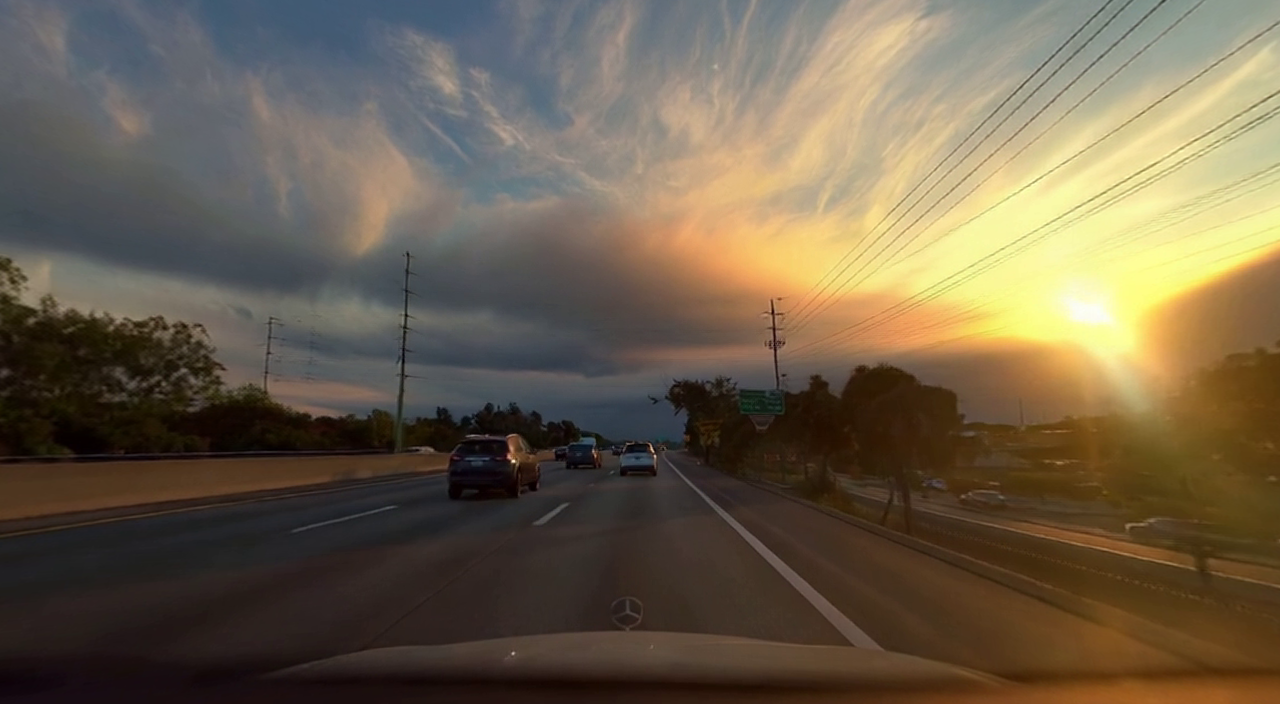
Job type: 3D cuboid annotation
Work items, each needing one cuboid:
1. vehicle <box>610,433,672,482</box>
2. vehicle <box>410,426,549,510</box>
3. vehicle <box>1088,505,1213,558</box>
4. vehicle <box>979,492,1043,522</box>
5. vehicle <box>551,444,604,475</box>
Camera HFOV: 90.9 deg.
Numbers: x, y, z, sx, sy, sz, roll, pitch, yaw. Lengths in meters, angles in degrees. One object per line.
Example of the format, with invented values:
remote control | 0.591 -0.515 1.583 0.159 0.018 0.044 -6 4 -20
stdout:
vehicle | 0.089 4.252 25.759 2.319 1.813 4.274 0 -8 2
vehicle | -3.728 2.785 15.653 2.104 1.754 4.515 0 -8 2
vehicle | 22.235 7.789 27.758 1.826 1.625 4.758 -1 -8 6
vehicle | 24.468 10.219 41.761 1.985 1.513 4.339 -1 -8 7
vehicle | -3.090 5.410 32.054 2.092 1.464 4.466 -1 -8 2
